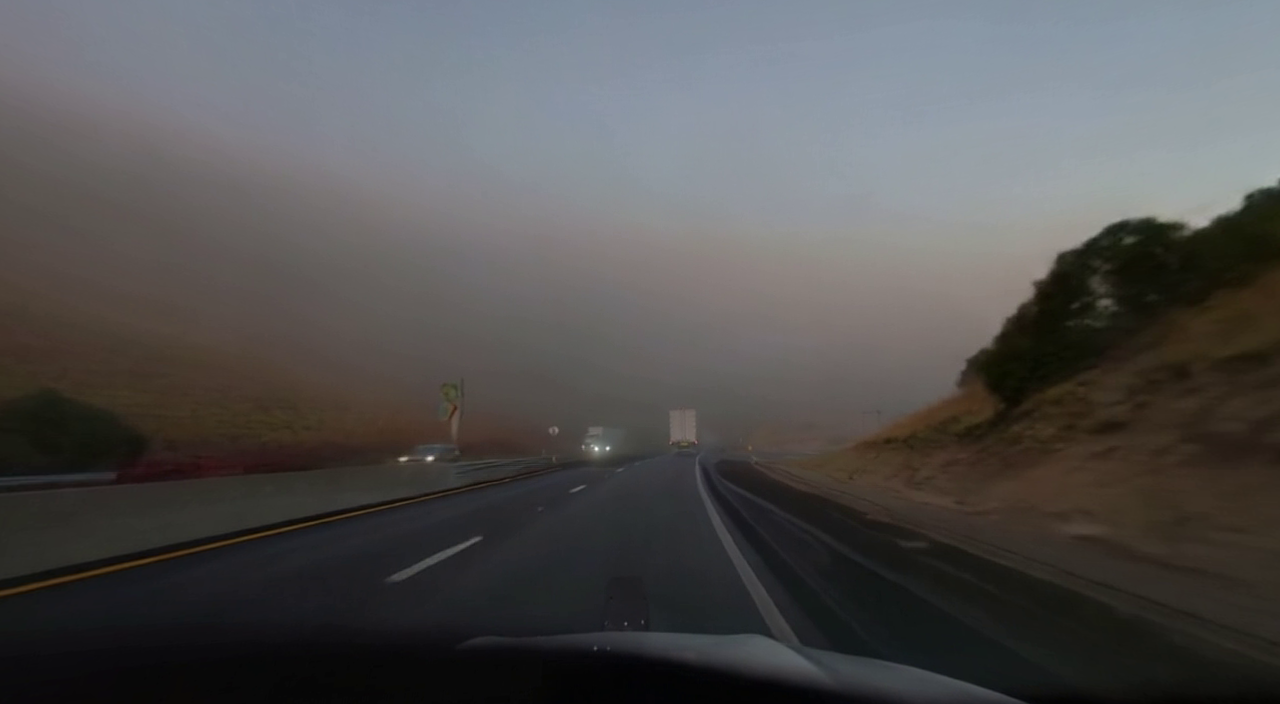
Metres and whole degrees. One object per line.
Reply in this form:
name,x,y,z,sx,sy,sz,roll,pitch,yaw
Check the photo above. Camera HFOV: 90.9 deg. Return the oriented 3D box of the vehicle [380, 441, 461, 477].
vehicle,-9.965,4.887,28.968,1.994,1.486,4.395,-1,-8,2
